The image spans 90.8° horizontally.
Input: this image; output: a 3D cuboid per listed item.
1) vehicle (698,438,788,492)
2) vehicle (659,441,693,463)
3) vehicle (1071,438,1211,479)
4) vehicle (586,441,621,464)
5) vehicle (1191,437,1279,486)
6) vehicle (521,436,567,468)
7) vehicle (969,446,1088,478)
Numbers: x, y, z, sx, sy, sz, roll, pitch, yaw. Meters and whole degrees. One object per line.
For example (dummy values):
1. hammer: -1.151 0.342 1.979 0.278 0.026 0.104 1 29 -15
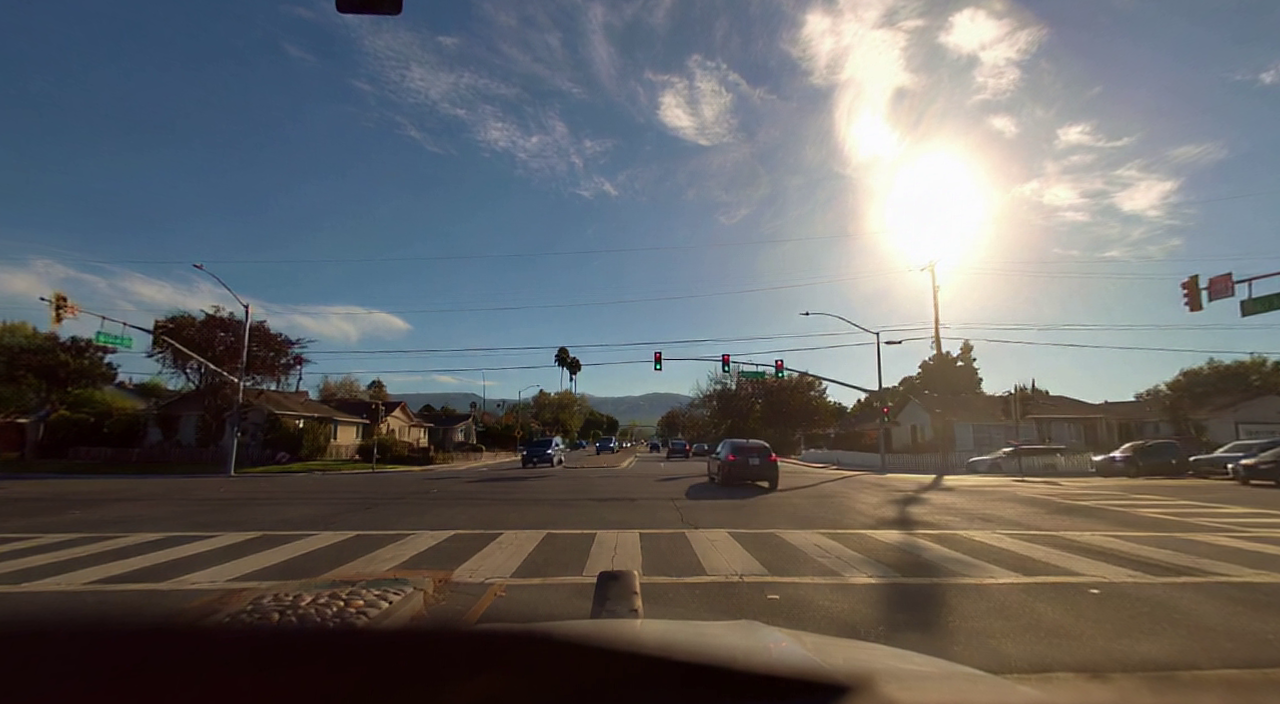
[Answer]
1. vehicle: 2.992 3.397 19.376 1.947 1.467 4.455 0 -9 -1
2. vehicle: 2.641 7.422 46.899 2.142 1.506 4.948 0 -9 -1
3. vehicle: 23.497 4.989 29.751 4.807 1.835 2.033 0 -9 -1
4. vehicle: -2.400 6.714 42.287 2.045 1.484 3.991 0 -9 0
5. vehicle: 23.629 4.041 23.472 4.417 1.725 1.969 0 -9 -1
6. vehicle: -5.444 5.688 36.195 2.025 1.704 4.104 0 -9 0
7. vehicle: 19.733 5.606 32.246 4.874 1.544 1.779 0 -9 1
